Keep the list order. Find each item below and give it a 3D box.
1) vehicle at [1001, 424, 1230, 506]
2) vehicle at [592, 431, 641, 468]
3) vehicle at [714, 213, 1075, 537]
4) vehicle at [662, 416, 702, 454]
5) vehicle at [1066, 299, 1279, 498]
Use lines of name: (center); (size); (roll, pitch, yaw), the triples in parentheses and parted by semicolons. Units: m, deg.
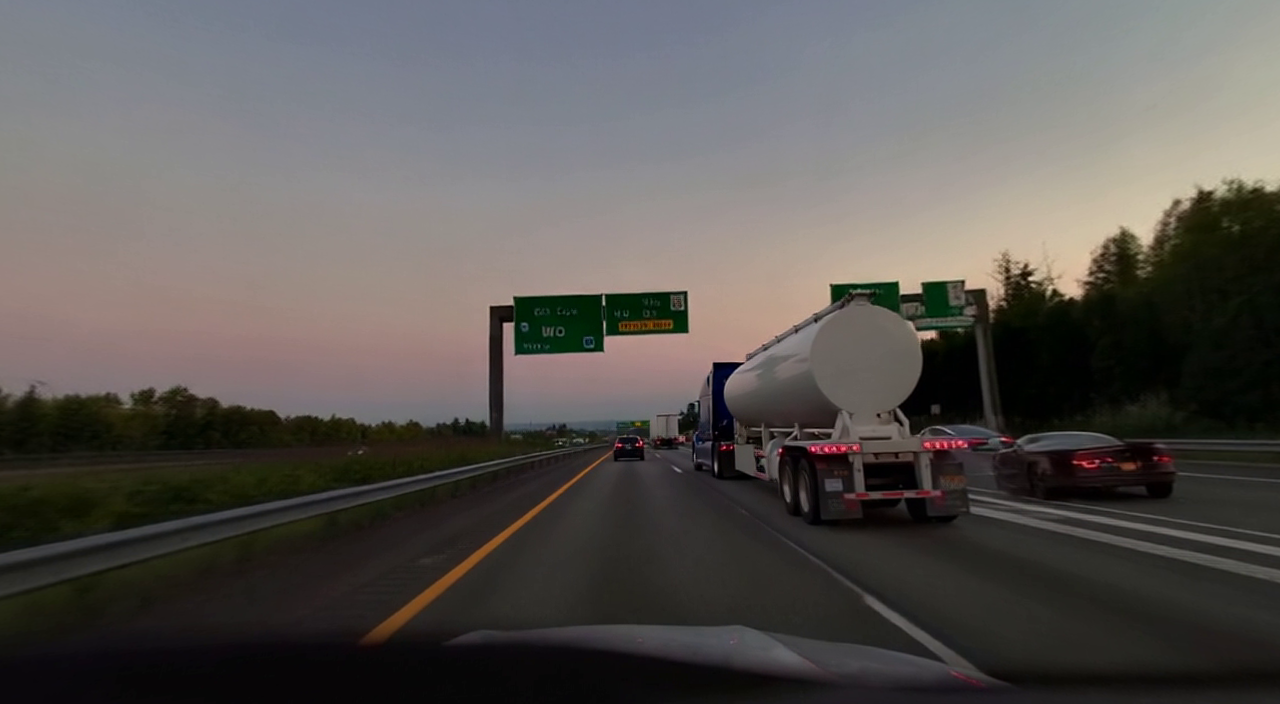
vehicle: (9.858, 2.334, 13.531); (1.739, 1.471, 3.889); (0, -8, -3)
vehicle: (-0.987, 4.253, 27.646); (2.000, 1.510, 3.518); (0, -8, -1)
vehicle: (3.558, 0.836, 12.206); (2.826, 3.905, 9.262); (0, -8, -2)
vehicle: (3.175, 6.427, 48.723); (2.475, 2.782, 4.986); (0, -8, -3)
vehicle: (14.716, 1.076, 13.947); (2.878, 4.124, 10.050); (0, -8, -4)
